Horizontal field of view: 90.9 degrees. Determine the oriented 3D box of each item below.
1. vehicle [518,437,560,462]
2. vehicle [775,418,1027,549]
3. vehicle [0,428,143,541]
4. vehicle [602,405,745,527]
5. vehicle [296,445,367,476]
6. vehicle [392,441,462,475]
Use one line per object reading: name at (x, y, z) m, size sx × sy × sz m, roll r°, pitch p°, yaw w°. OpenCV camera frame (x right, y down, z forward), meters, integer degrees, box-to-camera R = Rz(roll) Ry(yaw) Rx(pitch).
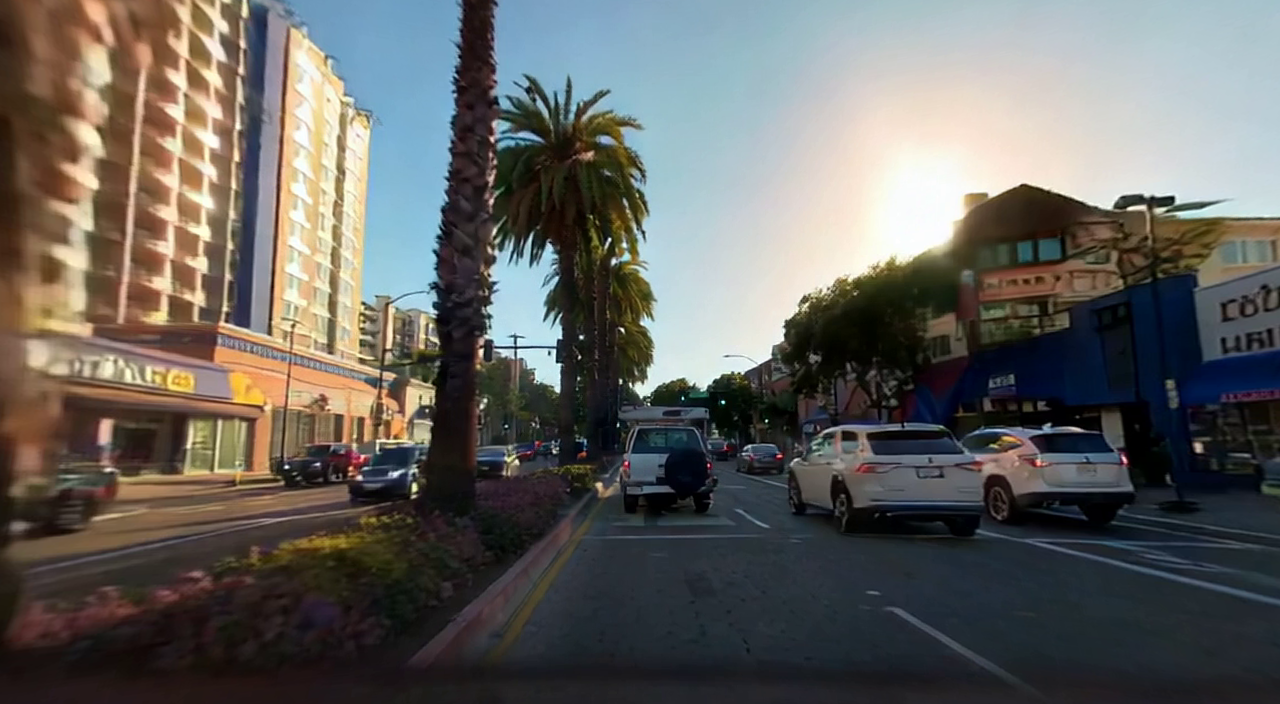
vehicle at (-7.387, 7.171, 46.537) m, size 2.050 × 1.725 × 4.677 m, roll -1°, pitch -9°, yaw 3°
vehicle at (4.050, 2.149, 11.024) m, size 2.283 × 1.738 × 4.916 m, roll 0°, pitch -9°, yaw 0°
vehicle at (-11.626, 2.236, 10.727) m, size 2.272 × 1.837 × 4.892 m, roll 0°, pitch -9°, yaw 1°
vehicle at (0.631, 2.410, 13.848) m, size 2.487 × 2.115 × 5.444 m, roll 0°, pitch -9°, yaw 1°
vehicle at (-18.467, 6.490, 37.984) m, size 1.972 × 1.694 × 4.466 m, roll 0°, pitch -9°, yaw 1°
vehicle at (-11.473, 5.720, 34.251) m, size 2.134 × 1.699 × 4.342 m, roll -1°, pitch -9°, yaw 2°
